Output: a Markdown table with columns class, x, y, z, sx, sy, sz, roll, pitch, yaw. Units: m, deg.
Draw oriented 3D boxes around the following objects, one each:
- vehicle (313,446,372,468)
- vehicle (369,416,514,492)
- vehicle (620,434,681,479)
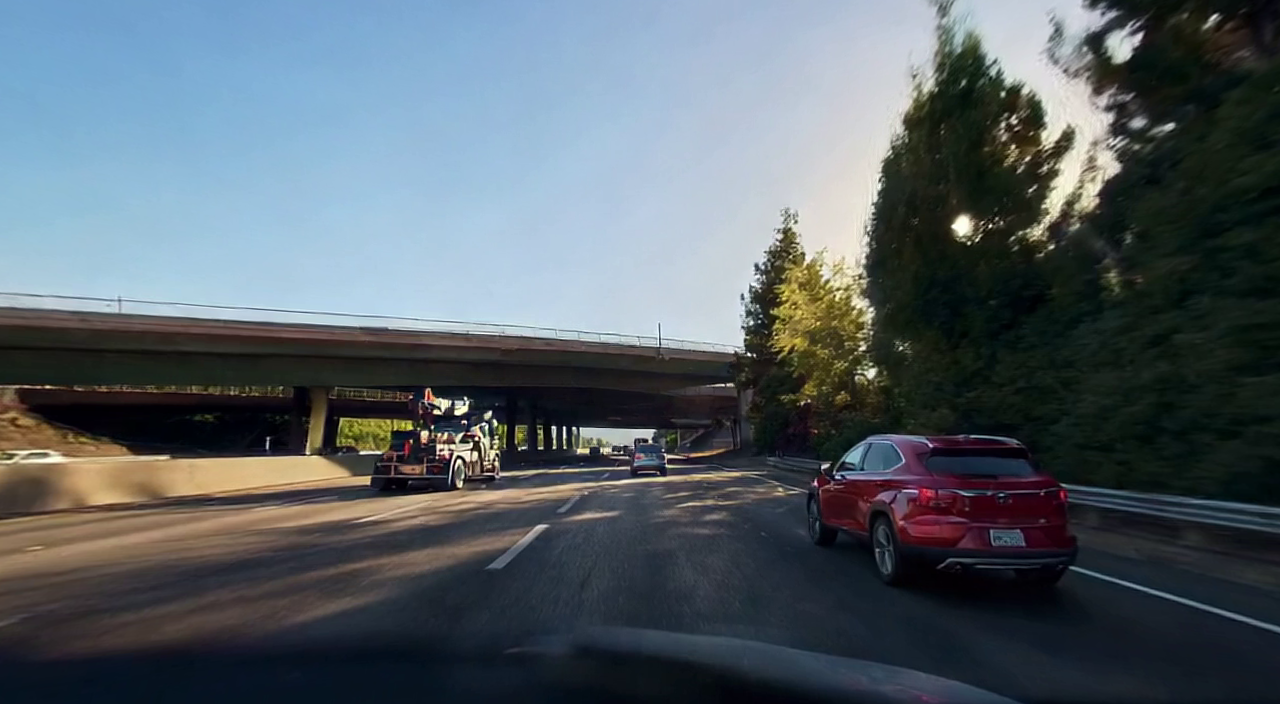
| class | x | y | z | sx | sy | sz | roll | pitch | yaw |
| --- | --- | --- | --- | --- | --- | --- | --- | --- | --- |
| vehicle | -20.696 | 7.306 | 44.061 | 1.818 | 1.433 | 4.380 | 0 | -8 | 2 |
| vehicle | -6.661 | 3.580 | 22.481 | 2.827 | 2.236 | 7.057 | 0 | -8 | 1 |
| vehicle | 0.409 | 4.299 | 26.225 | 2.336 | 1.722 | 4.212 | 0 | -8 | 1 |
